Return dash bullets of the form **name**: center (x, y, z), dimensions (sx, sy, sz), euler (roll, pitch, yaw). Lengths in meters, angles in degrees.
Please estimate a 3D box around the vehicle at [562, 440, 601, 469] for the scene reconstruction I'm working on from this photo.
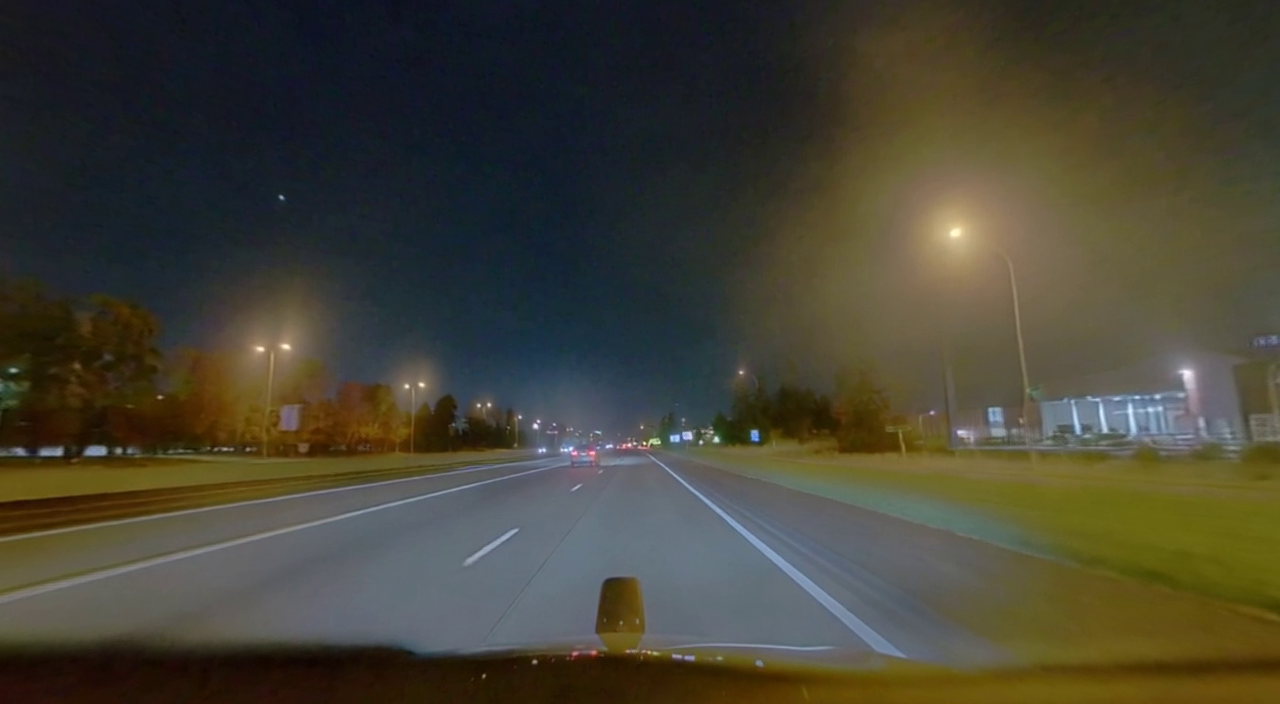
- **vehicle**: center (-3.829, 6.836, 42.359), dimensions (2.150, 1.761, 4.697), euler (0, -8, 0)
